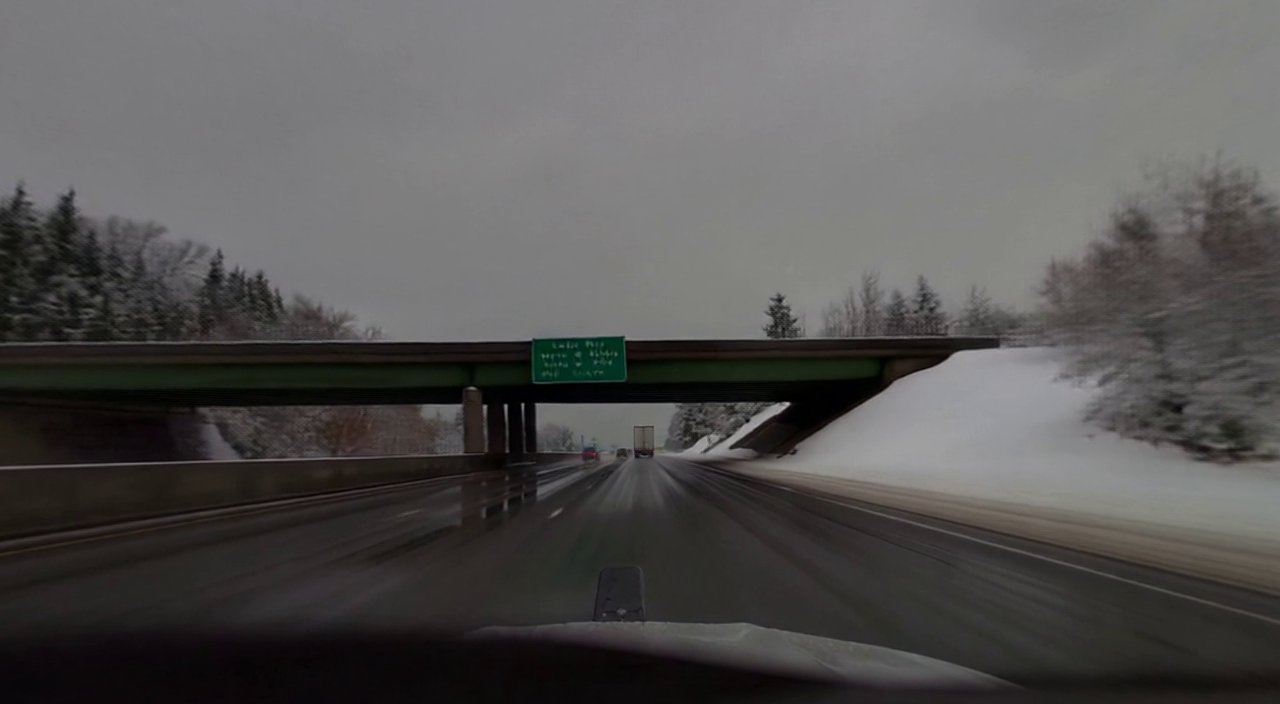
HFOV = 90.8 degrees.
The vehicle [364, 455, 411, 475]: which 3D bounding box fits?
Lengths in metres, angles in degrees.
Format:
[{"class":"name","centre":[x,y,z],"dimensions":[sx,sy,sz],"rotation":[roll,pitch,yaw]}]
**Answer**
[{"class":"vehicle","centre":[-19.245,8.622,48.271],"dimensions":[1.995,1.461,3.744],"rotation":[0,-9,0]}]
